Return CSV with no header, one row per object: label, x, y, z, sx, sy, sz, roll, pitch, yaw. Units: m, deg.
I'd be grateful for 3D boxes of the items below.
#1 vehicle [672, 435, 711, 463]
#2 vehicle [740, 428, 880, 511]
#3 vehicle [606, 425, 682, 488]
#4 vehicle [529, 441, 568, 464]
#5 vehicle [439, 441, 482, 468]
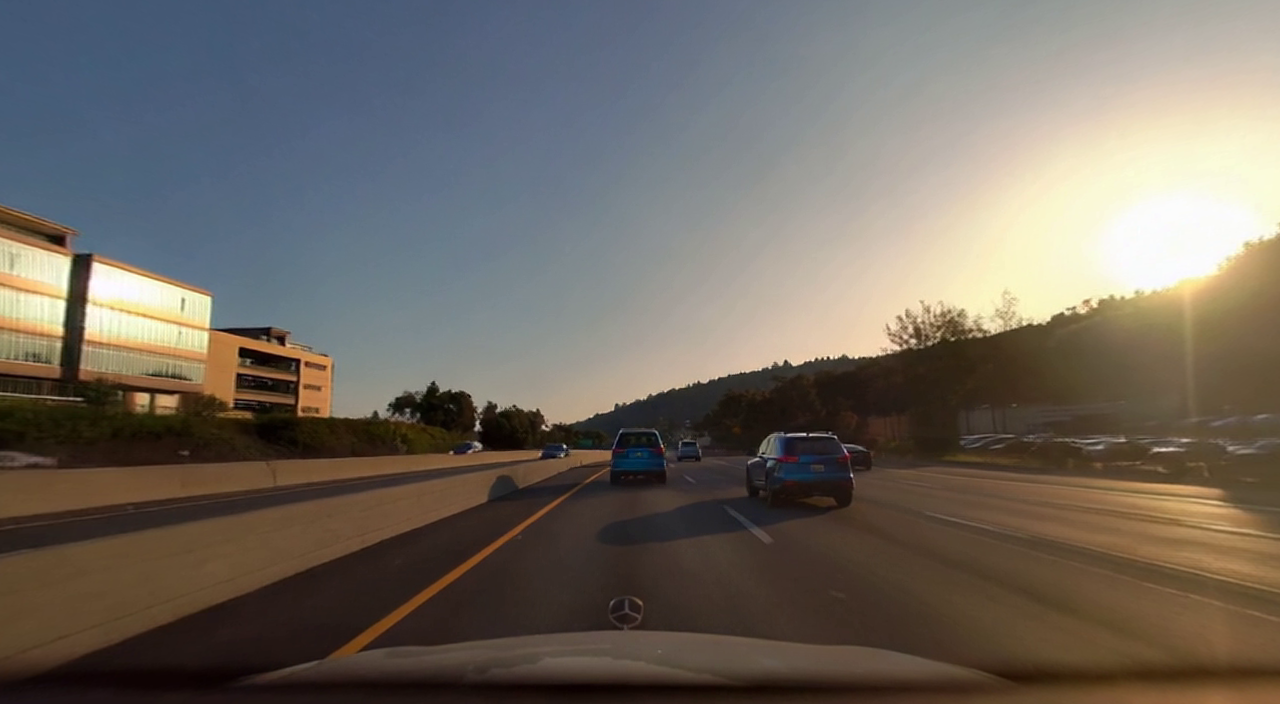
vehicle,3.755,7.184,46.834,2.328,1.987,5.440,0,-8,-1
vehicle,3.618,2.577,14.294,2.042,1.592,4.047,0,-8,0
vehicle,0.139,3.483,21.319,2.290,1.862,4.454,0,-8,0
vehicle,-6.890,7.635,47.955,2.201,1.622,4.716,0,-8,1
vehicle,-14.076,8.081,49.798,2.097,1.967,4.612,-1,-8,0
